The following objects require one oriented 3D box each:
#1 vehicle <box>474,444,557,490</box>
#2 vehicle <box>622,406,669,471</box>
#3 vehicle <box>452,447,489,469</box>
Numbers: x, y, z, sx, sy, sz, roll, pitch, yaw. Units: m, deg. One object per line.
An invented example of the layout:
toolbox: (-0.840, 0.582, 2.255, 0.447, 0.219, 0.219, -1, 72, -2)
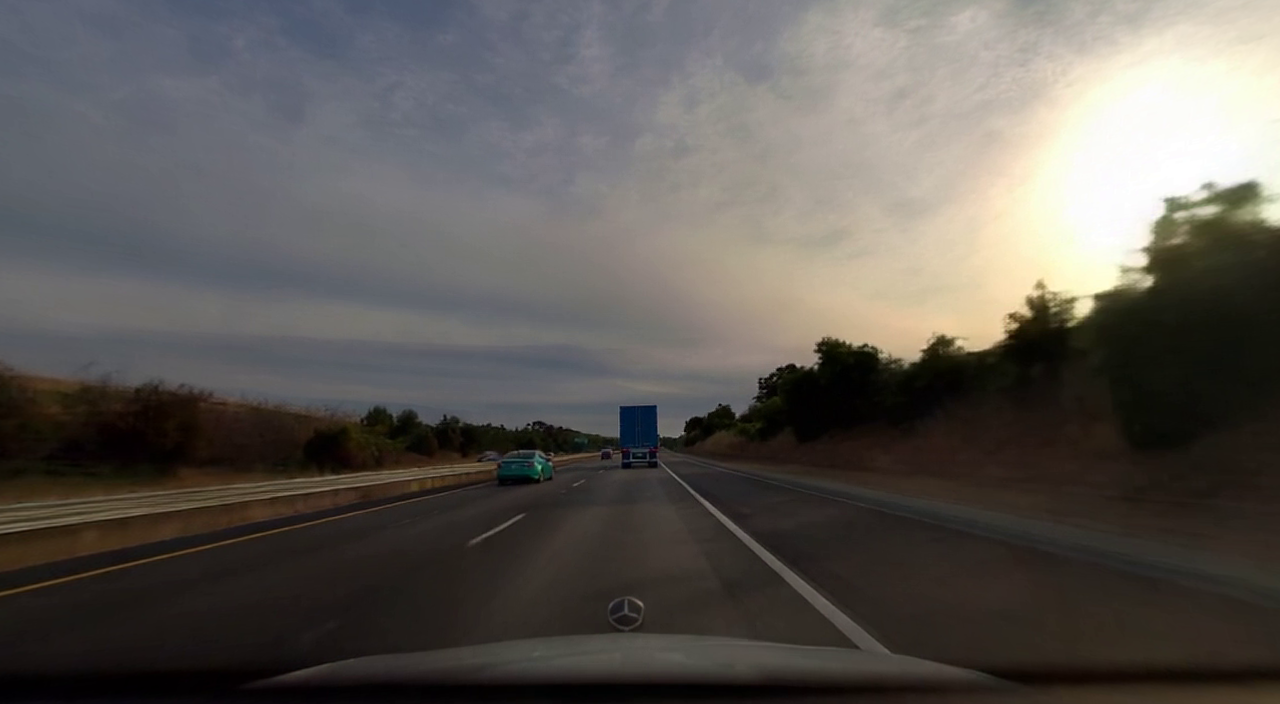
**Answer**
vehicle: (-4.455, 4.188, 23.373, 2.051, 1.538, 4.569, 0, -9, 1)
vehicle: (0.387, 6.092, 44.001, 2.899, 3.966, 10.053, 0, -9, 1)
vehicle: (-13.321, 8.344, 49.809, 1.828, 1.576, 4.143, 0, -9, -1)
